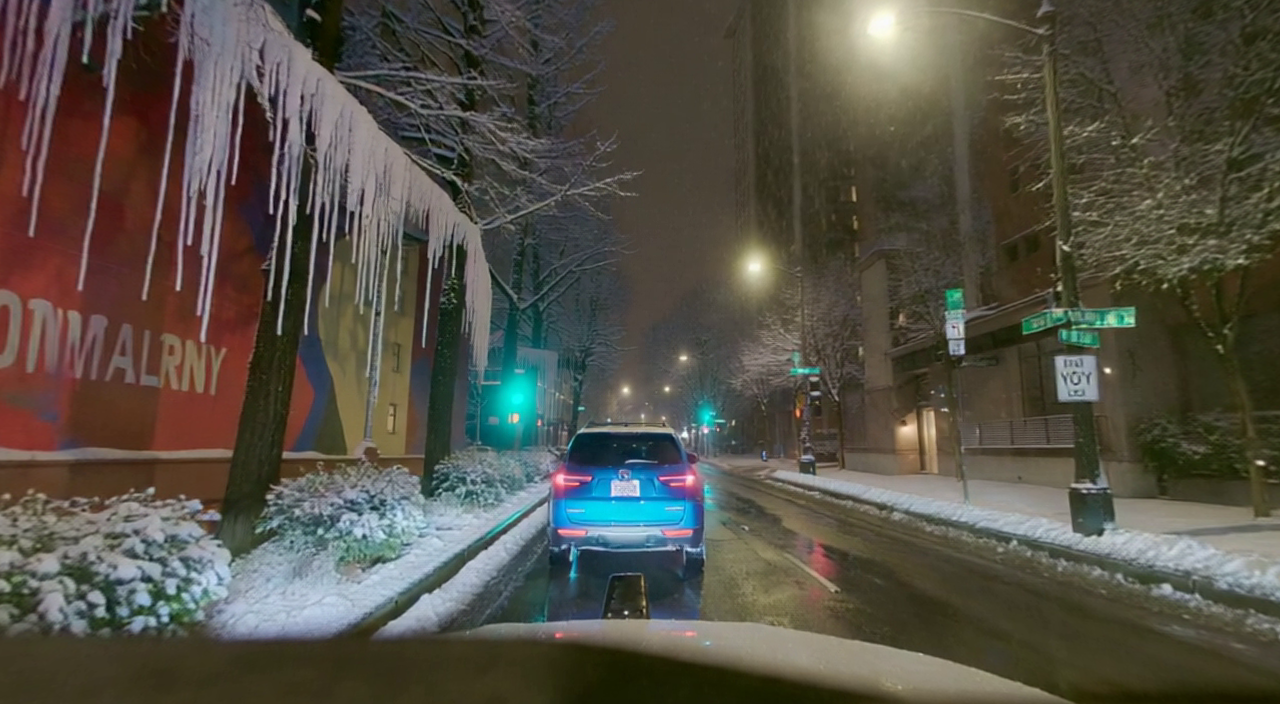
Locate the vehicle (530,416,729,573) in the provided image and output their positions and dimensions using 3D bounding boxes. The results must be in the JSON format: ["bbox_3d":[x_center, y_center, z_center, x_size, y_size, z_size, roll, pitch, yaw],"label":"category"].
[{"bbox_3d":[-0.133,1.785,8.626,2.079,1.621,3.861,0,-8,-1],"label":"vehicle"}]
